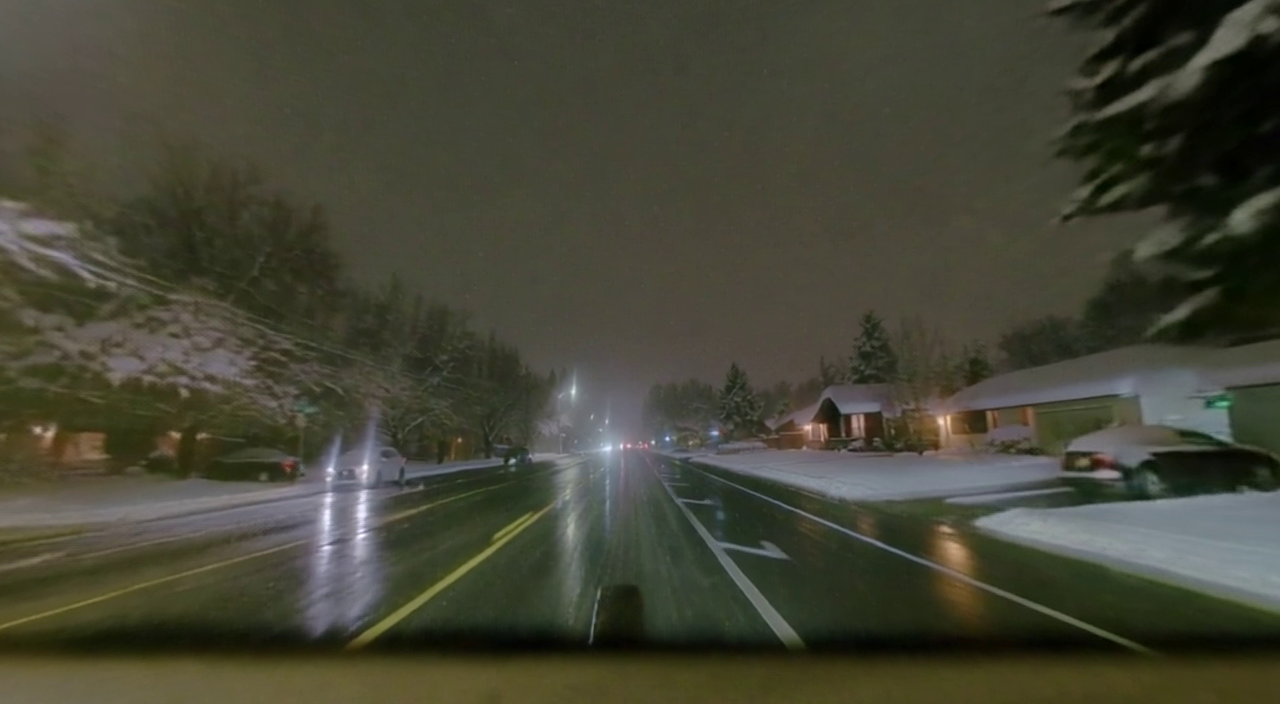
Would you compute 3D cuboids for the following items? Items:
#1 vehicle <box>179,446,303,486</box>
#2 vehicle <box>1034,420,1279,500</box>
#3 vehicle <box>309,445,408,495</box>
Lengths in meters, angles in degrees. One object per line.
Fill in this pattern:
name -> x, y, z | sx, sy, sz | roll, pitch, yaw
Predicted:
vehicle -> -19.476, 5.559, 30.989 | 4.668, 1.824, 1.999 | 0, -9, -1
vehicle -> 12.058, 2.494, 14.747 | 4.194, 1.680, 2.150 | 0, -9, 1
vehicle -> -11.893, 5.012, 27.124 | 2.062, 1.821, 4.880 | -3, -10, -1
